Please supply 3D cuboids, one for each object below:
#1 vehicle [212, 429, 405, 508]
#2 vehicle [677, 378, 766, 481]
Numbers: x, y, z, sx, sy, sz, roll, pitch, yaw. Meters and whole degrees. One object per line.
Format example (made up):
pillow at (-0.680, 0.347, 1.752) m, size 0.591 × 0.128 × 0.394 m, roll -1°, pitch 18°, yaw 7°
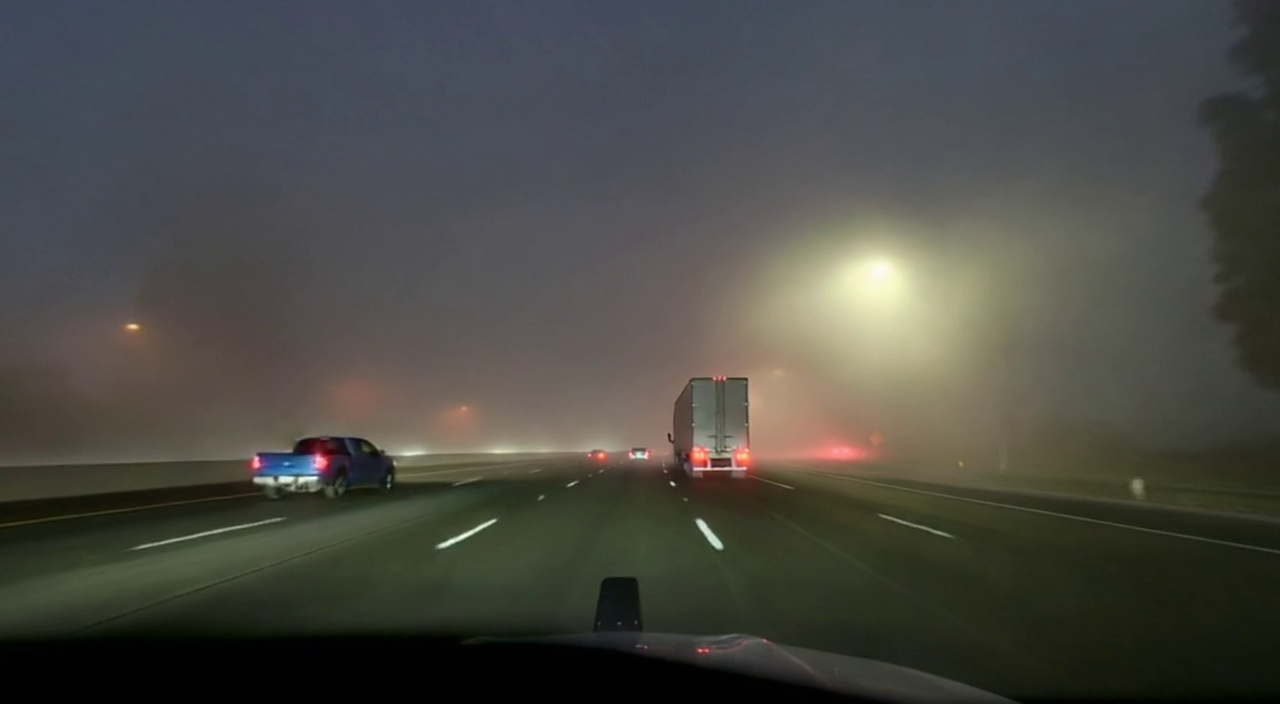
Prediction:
vehicle at (-8.254, 2.942, 16.407) m, size 2.264 × 1.728 × 4.940 m, roll 0°, pitch -9°, yaw 1°
vehicle at (3.705, 4.241, 33.286) m, size 2.891 × 4.123 × 16.415 m, roll 0°, pitch -8°, yaw 1°
